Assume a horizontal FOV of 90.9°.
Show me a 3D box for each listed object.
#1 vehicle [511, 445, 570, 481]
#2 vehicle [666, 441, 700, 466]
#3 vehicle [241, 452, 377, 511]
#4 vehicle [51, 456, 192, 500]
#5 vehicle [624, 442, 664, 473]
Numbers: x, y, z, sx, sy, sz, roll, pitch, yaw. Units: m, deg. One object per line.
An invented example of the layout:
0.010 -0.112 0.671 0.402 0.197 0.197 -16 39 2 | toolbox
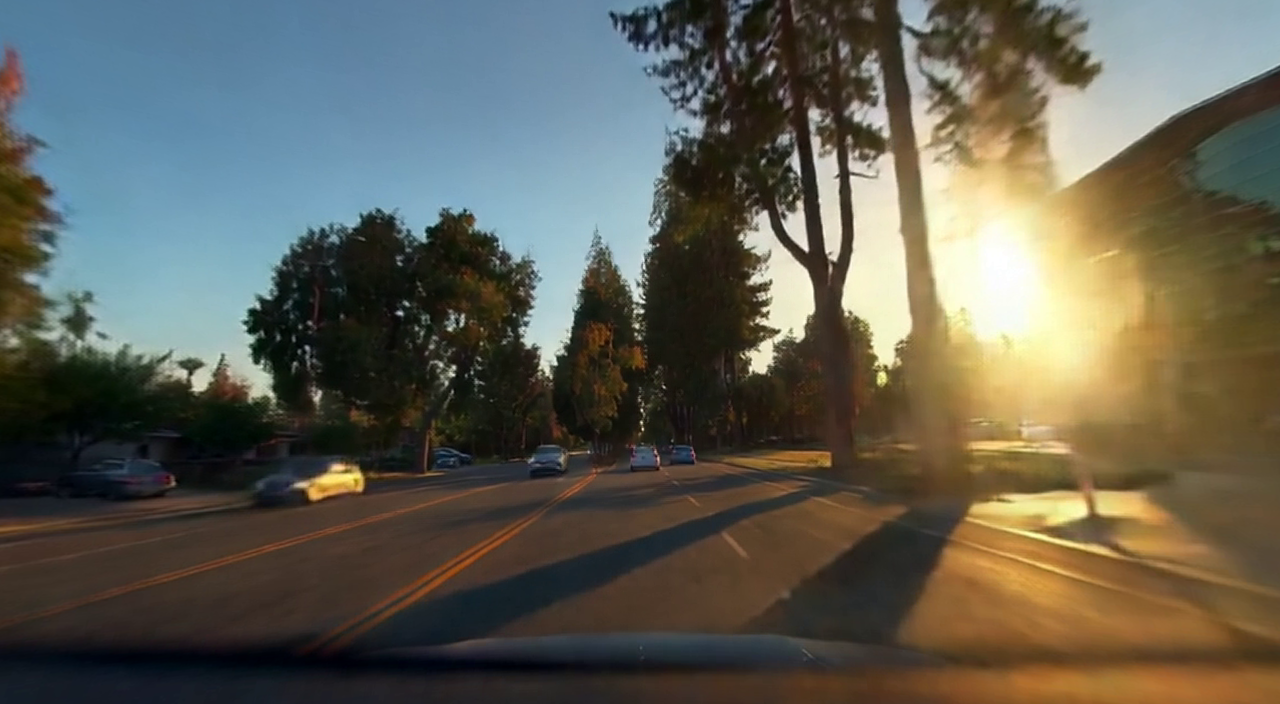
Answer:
-4.373 4.947 28.455 2.014 1.487 4.591 0 -9 -1 | vehicle
3.203 7.670 47.670 2.189 1.766 4.495 0 -9 -1 | vehicle
-9.573 3.731 18.646 1.889 1.506 3.911 0 -9 0 | vehicle
-21.581 5.217 26.358 4.152 1.686 1.873 0 -9 -2 | vehicle
0.202 5.884 35.354 2.109 1.612 3.963 0 -9 0 | vehicle
